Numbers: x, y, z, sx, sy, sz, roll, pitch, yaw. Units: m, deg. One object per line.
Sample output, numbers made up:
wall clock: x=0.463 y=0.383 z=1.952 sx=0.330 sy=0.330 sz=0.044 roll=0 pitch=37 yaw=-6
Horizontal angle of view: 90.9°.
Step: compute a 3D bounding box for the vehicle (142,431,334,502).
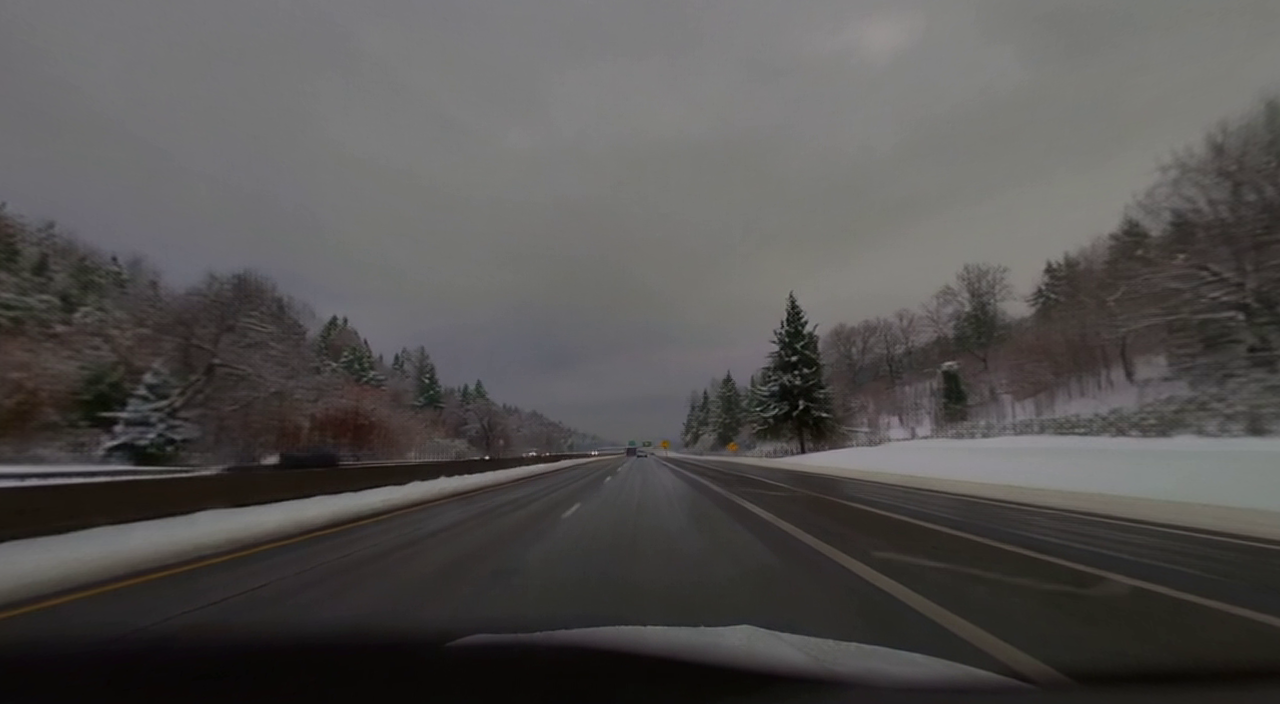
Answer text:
vehicle: x=-12.122 y=3.500 z=19.680 sx=2.197 sy=1.891 sz=5.624 roll=0 pitch=-9 yaw=1
